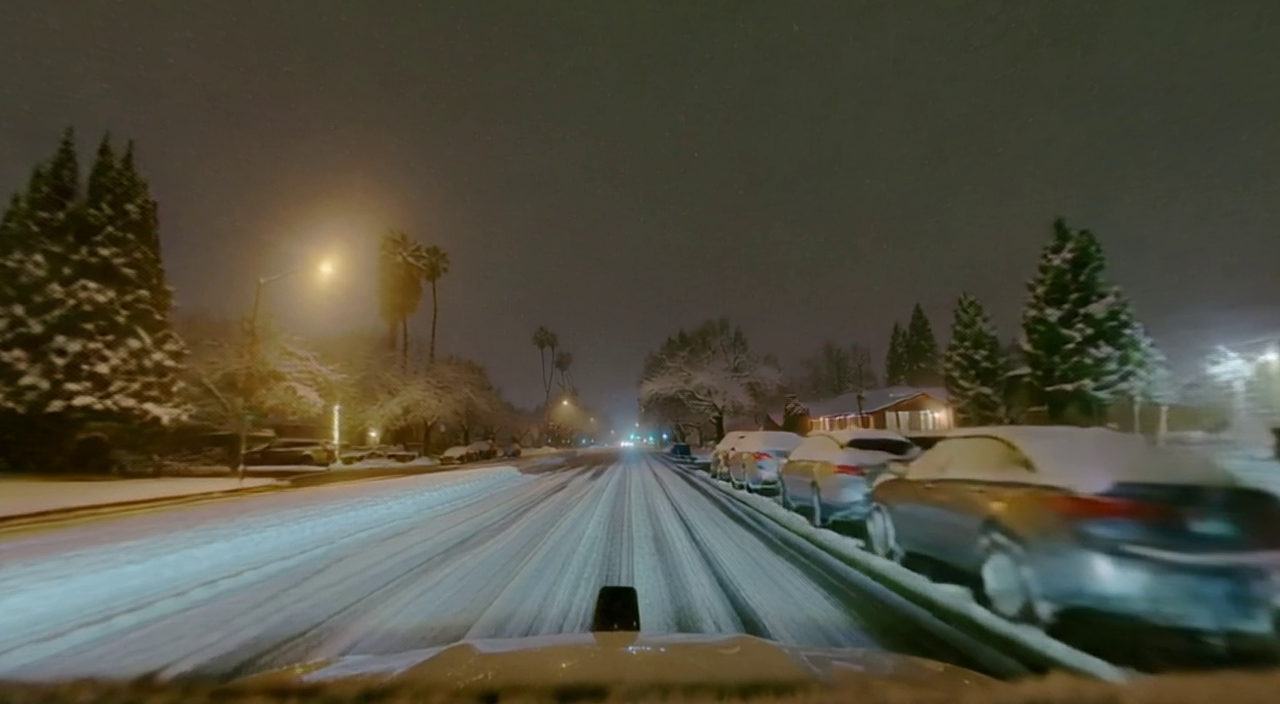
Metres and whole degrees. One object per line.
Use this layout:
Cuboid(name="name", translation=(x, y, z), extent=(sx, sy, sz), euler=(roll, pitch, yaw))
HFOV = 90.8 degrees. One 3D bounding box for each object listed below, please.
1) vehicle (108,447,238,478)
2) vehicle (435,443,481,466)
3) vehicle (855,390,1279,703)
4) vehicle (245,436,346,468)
Cuboid(name="vehicle", translation=(-23.650, 5.601, 32.117), extent=(4.946, 1.518, 2.115), euler=(0, -8, 1))
Cuboid(name="vehicle", translation=(-13.802, 7.773, 48.202), extent=(2.131, 1.492, 4.310), euler=(-1, -7, 2))
Cuboid(name="vehicle", translation=(3.665, 1.339, 5.555), extent=(1.954, 1.632, 4.356), euler=(0, -8, -1))
Cuboid(name="vehicle", translation=(-22.814, 6.618, 42.027), extent=(5.386, 2.043, 2.124), euler=(0, -9, -1))
